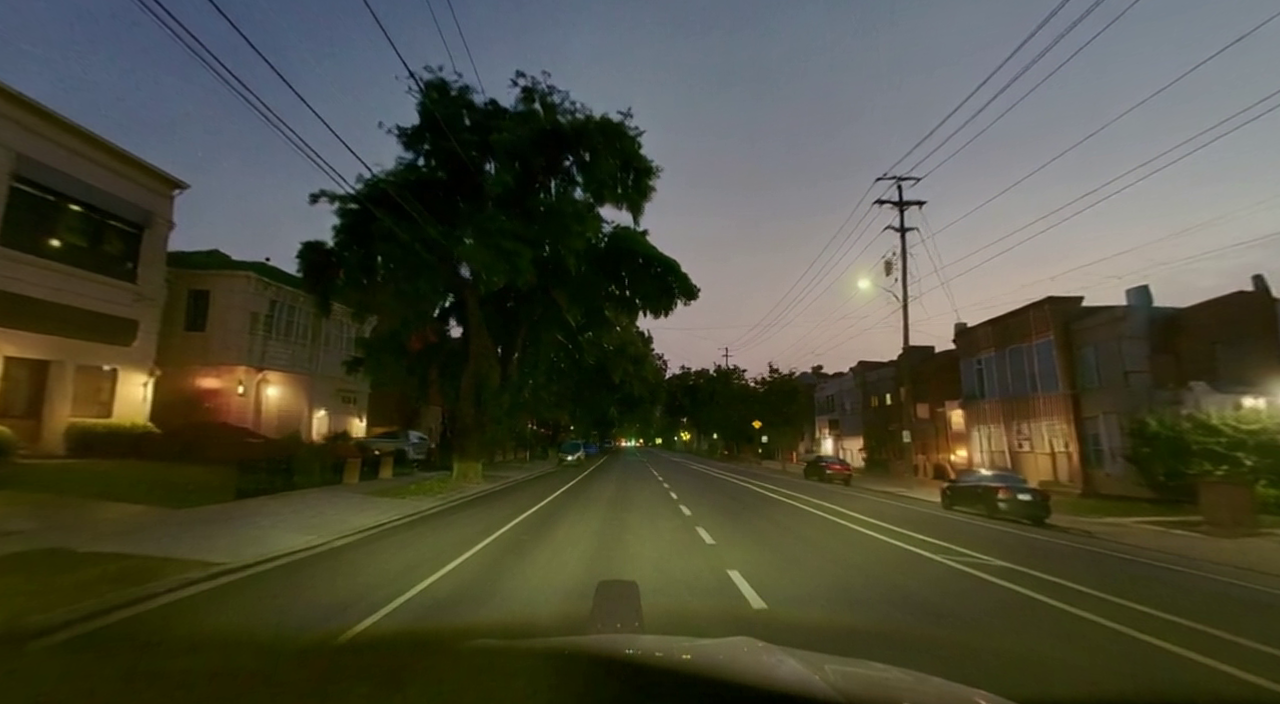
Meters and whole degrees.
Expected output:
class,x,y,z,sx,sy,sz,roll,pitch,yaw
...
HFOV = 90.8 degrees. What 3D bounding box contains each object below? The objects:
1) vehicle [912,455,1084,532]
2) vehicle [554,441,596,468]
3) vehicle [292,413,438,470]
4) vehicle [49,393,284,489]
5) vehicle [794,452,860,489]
class,x,y,z,sx,sy,sz,roll,pitch,yaw
vehicle,9.555,3.743,17.396,1.977,1.495,4.800,8,-9,1
vehicle,-3.765,6.050,37.452,2.021,1.475,4.523,0,-9,0
vehicle,-10.853,3.590,25.278,4.702,1.828,2.226,4,-9,-1
vehicle,-11.347,2.116,15.292,4.314,1.790,2.035,3,-8,13
vehicle,9.324,5.922,31.902,1.930,1.456,4.511,8,-9,1
